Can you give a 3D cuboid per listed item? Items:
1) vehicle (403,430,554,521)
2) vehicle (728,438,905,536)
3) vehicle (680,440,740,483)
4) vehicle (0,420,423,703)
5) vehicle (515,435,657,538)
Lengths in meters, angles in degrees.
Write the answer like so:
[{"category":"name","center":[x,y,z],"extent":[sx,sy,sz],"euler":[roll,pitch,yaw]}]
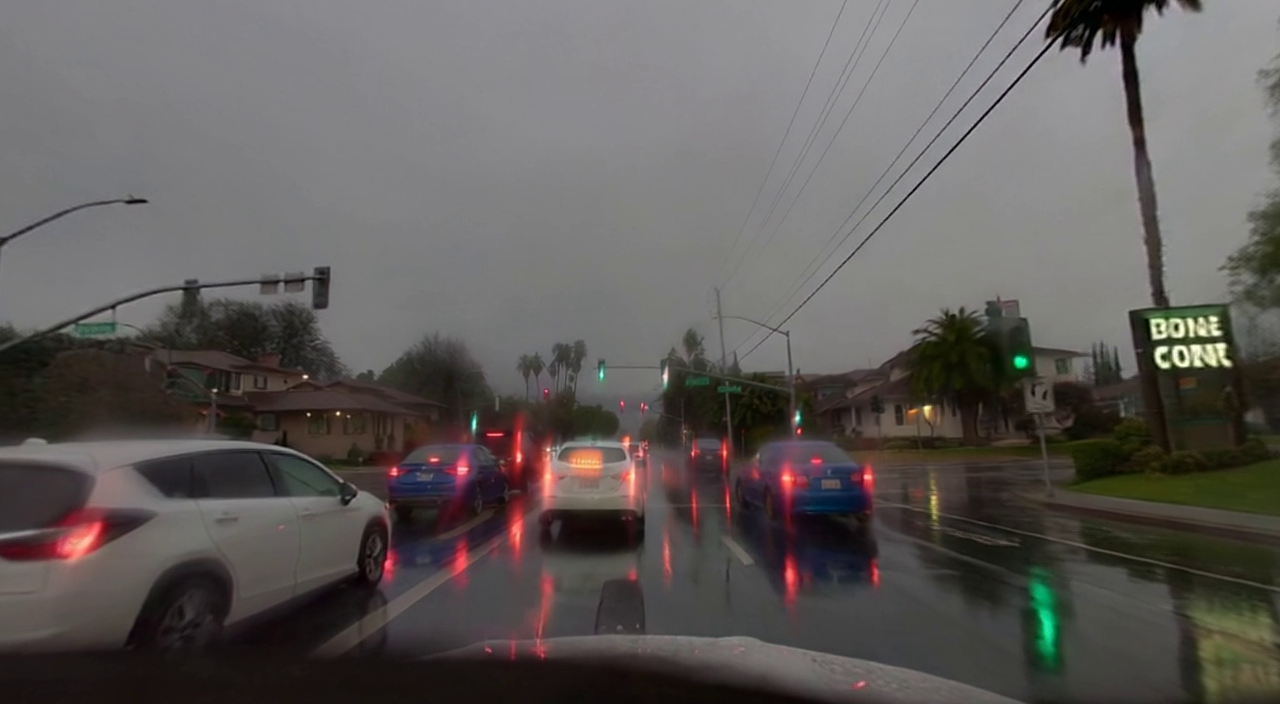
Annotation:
[{"category":"vehicle","center":[-3.385,2.691,14.333],"extent":[2.024,1.701,4.572],"euler":[-1,-8,3]},{"category":"vehicle","center":[2.997,2.386,11.841],"extent":[2.014,1.464,4.312],"euler":[0,-8,-1]},{"category":"vehicle","center":[2.826,4.523,26.363],"extent":[1.956,1.615,4.205],"euler":[0,-8,-1]},{"category":"vehicle","center":[-3.683,1.419,5.419],"extent":[2.058,1.474,4.473],"euler":[0,-8,0]},{"category":"vehicle","center":[-0.814,2.292,11.364],"extent":[2.104,1.500,3.815],"euler":[0,-8,0]}]
